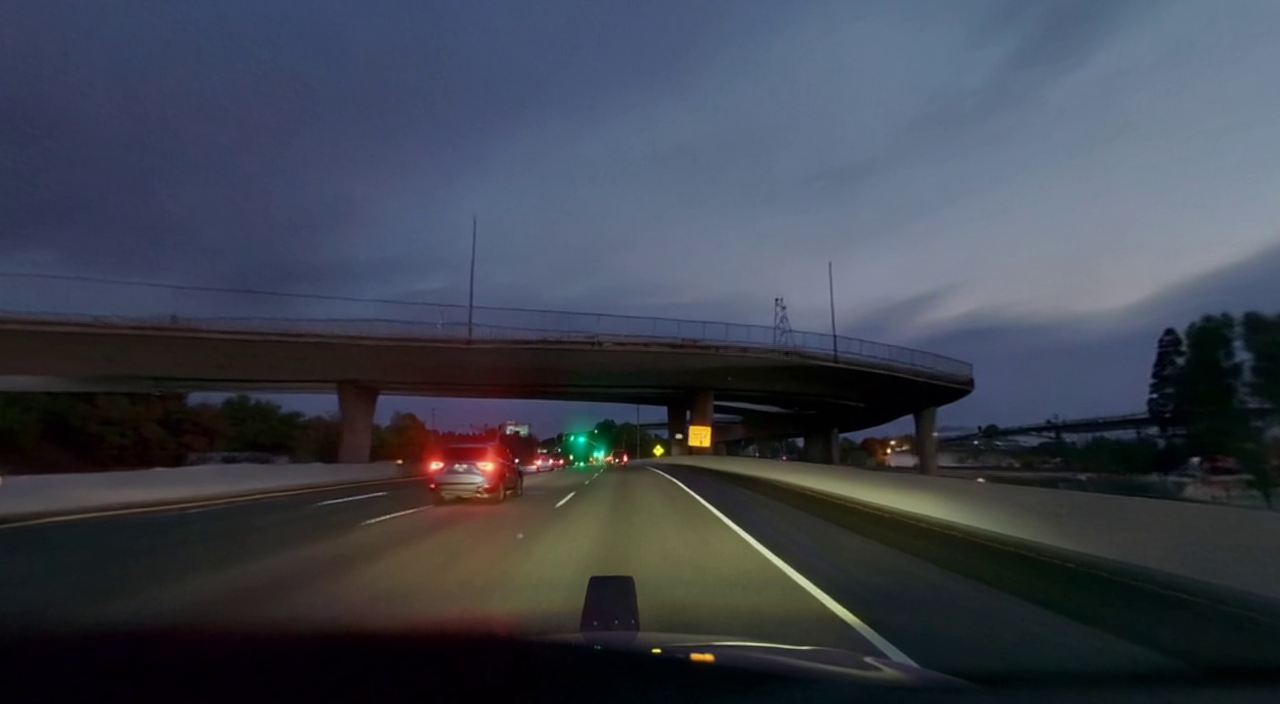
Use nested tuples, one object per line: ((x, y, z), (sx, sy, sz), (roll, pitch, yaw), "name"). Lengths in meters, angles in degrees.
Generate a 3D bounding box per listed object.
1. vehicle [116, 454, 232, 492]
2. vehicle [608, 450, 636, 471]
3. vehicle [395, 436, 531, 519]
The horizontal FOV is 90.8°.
((-22.026, 5.711, 30.162), (1.898, 1.612, 4.808), (0, -8, -1), "vehicle")
((-1.403, 8.113, 47.387), (2.051, 1.459, 4.092), (0, -9, -3), "vehicle")
((-3.939, 2.847, 14.902), (2.024, 1.655, 4.192), (0, -9, 0), "vehicle")
